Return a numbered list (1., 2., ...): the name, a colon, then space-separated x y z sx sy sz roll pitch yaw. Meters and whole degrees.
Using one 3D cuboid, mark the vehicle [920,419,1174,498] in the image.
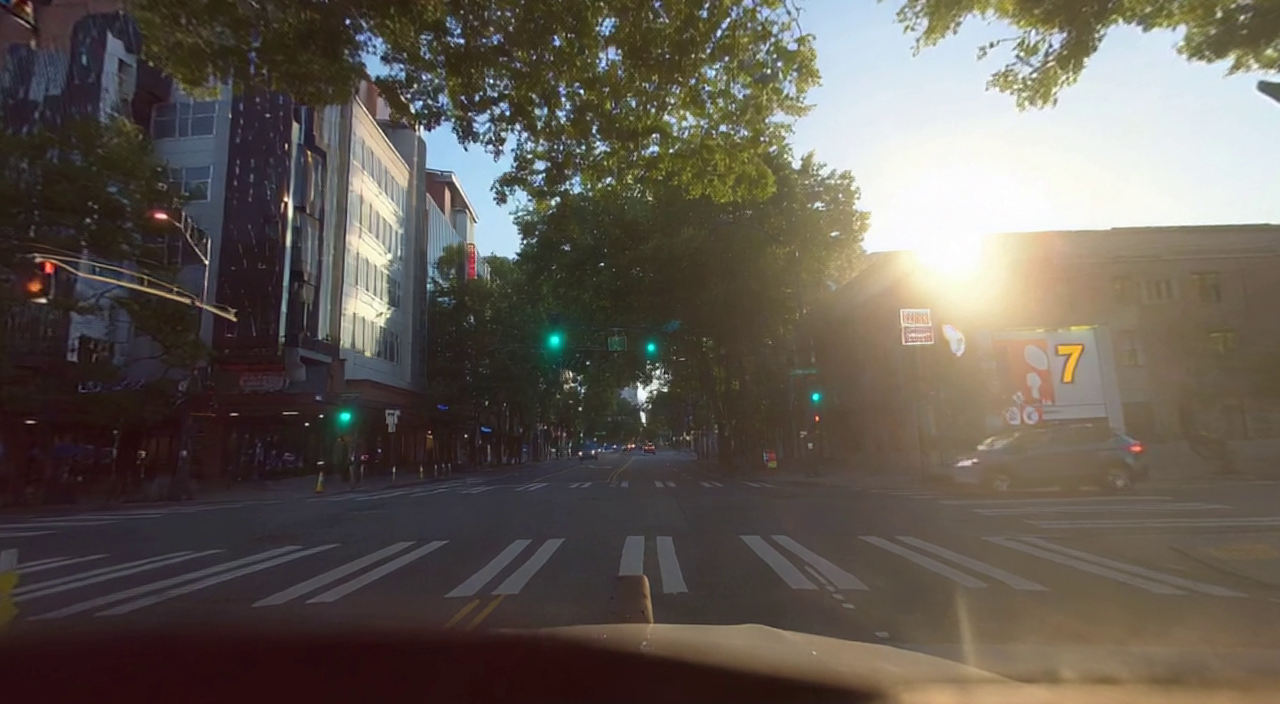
1. vehicle: 9.813 2.601 15.543 4.836 1.795 1.957 0 -8 0
